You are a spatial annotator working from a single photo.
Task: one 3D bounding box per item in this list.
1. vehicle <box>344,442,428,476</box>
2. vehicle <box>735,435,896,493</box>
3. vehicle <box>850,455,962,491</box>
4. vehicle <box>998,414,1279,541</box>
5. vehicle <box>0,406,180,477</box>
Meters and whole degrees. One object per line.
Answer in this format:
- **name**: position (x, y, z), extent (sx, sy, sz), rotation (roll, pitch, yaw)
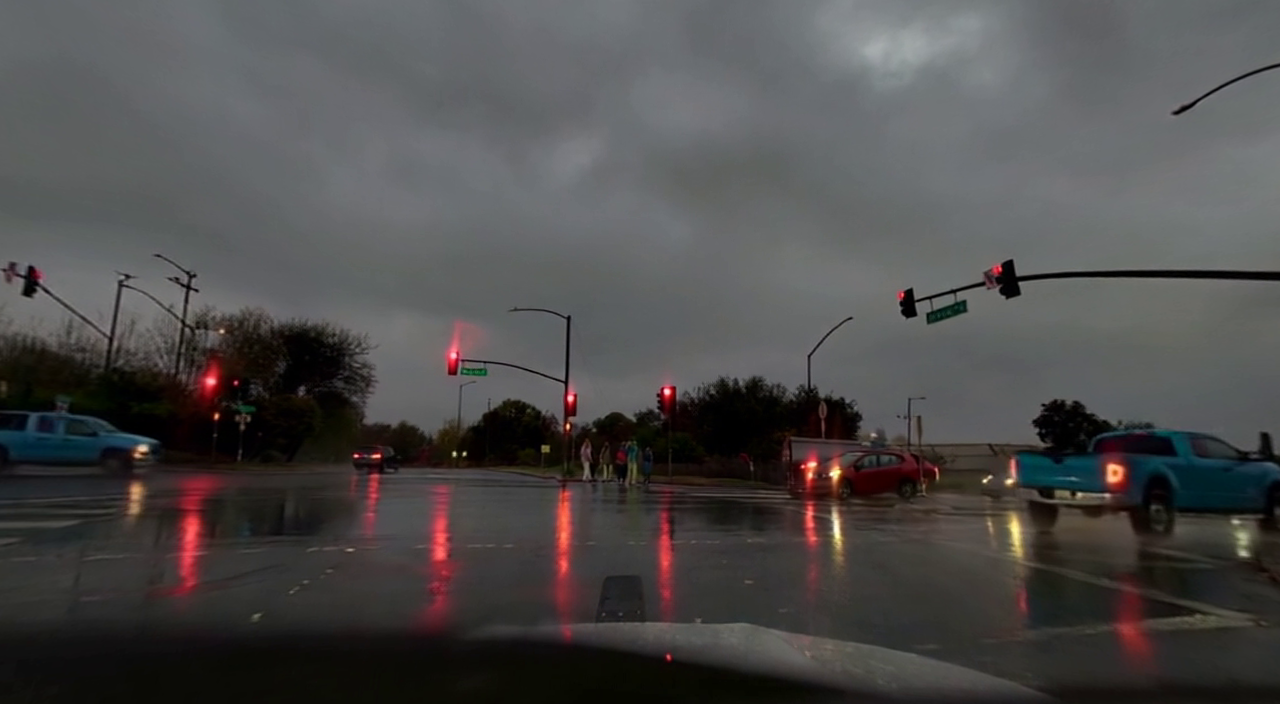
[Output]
- **vehicle**: position (-12.743, 5.386, 31.951), extent (1.964, 1.525, 4.750), rotation (0, -9, 5)
- **vehicle**: position (6.684, 4.288, 24.308), extent (5.535, 1.896, 2.170), rotation (3, -9, -6)
- **vehicle**: position (12.590, 5.745, 29.986), extent (4.537, 1.608, 1.827), rotation (1, -9, -5)
- **vehicle**: position (11.745, 2.742, 14.339), extent (5.978, 2.400, 2.851), rotation (3, -9, -19)
- **vehicle**: position (-18.327, 2.845, 19.877), extent (2.243, 2.011, 5.631), rotation (-7, -11, 41)
